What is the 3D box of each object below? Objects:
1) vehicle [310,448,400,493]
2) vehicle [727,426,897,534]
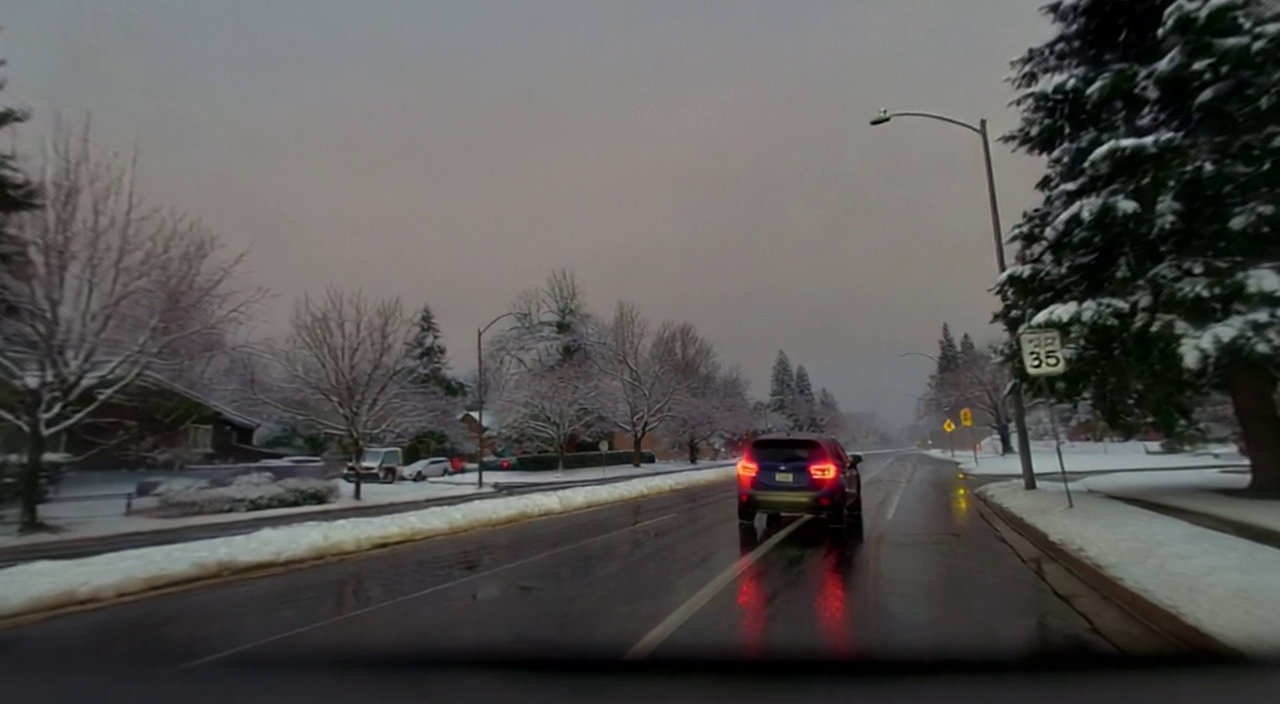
[{"bbox_3d":[-18.496,7.683,41.222,2.329,2.631,5.560,-5,-10,15],"label":"vehicle"},{"bbox_3d":[3.633,2.438,12.664,2.018,1.733,4.546,-6,-10,31],"label":"vehicle"}]
